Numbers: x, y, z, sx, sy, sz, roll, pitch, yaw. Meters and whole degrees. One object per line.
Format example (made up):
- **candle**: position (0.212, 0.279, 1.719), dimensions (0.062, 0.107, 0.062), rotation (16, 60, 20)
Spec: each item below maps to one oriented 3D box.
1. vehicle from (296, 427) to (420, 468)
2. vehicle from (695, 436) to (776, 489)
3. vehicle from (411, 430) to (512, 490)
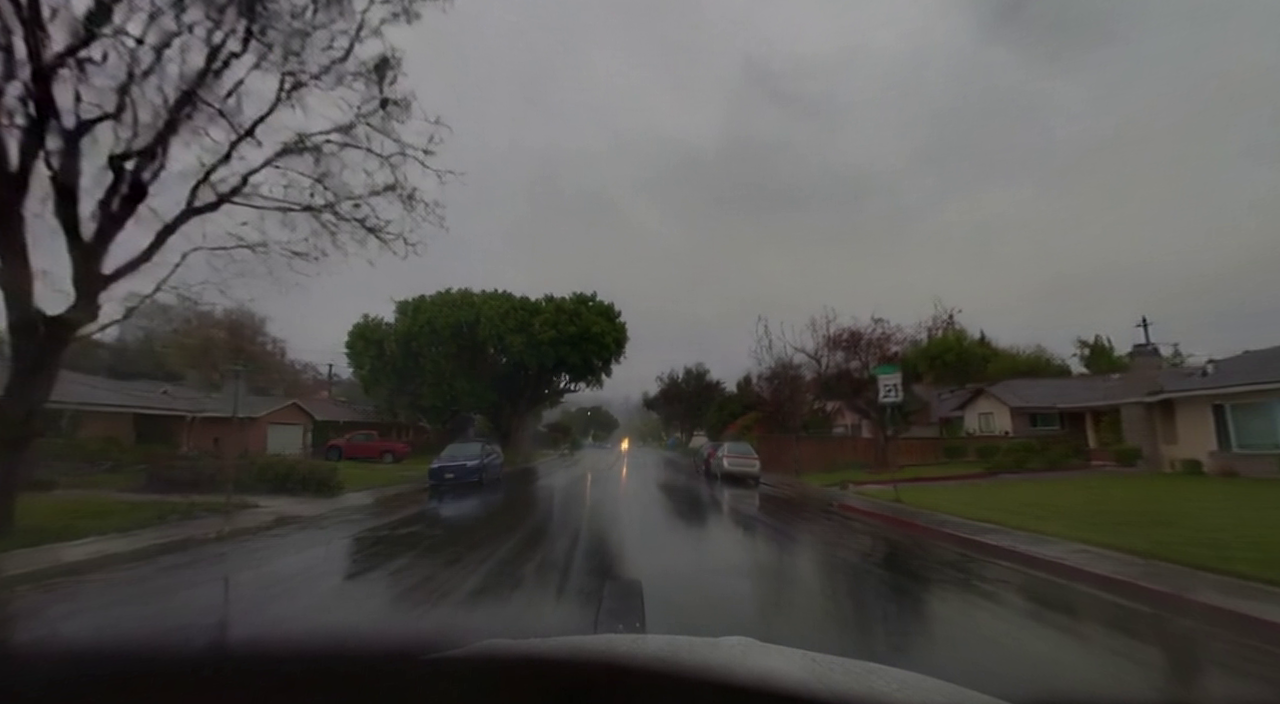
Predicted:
- **vehicle**: position (-13.634, 4.657, 30.776), dimensions (5.024, 1.903, 2.102), rotation (0, -9, 0)
- **vehicle**: position (3.348, 3.989, 23.079), dimensions (2.033, 1.730, 4.554), rotation (0, -9, -2)
- **vehicle**: position (-6.467, 4.025, 23.774), dimensions (2.322, 1.949, 5.695), rotation (-1, -9, -2)
